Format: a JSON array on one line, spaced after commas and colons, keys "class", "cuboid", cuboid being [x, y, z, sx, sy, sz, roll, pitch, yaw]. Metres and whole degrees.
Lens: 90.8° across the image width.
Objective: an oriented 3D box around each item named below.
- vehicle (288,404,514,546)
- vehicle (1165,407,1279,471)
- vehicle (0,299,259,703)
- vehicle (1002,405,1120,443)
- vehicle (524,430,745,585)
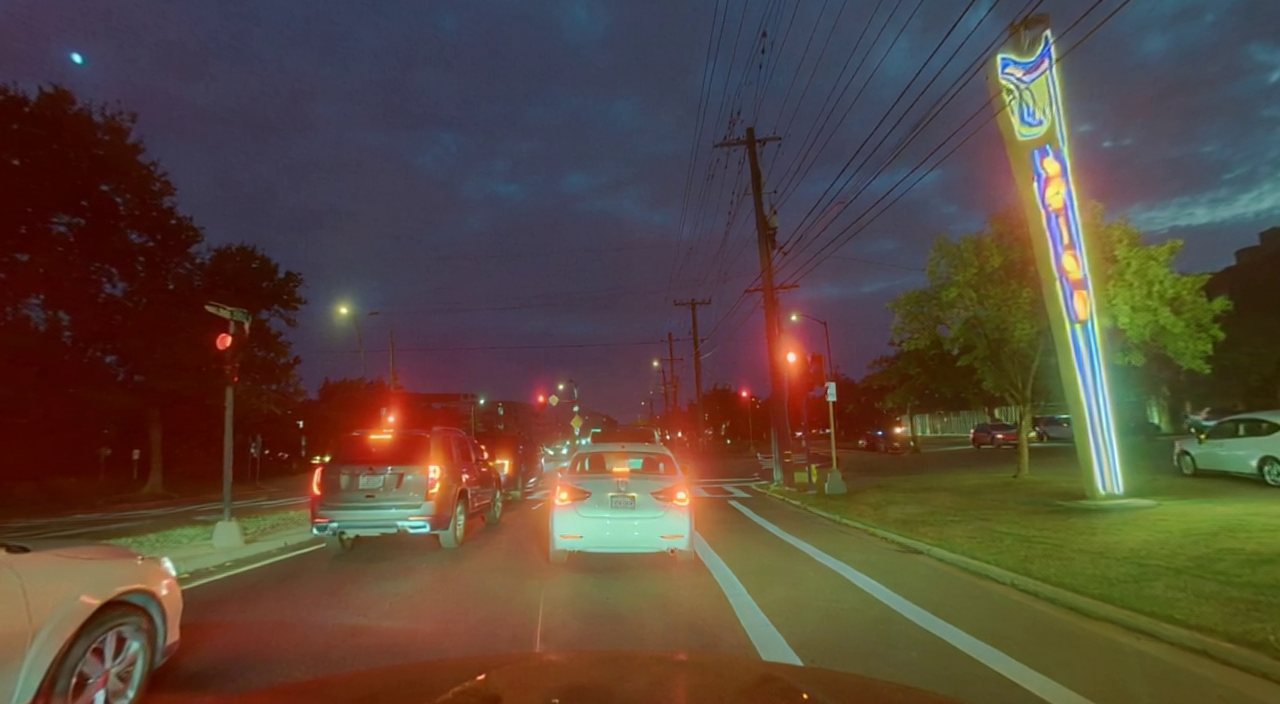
[{"class": "vehicle", "cuboid": [-3.843, 2.084, 11.373, 2.147, 1.963, 4.927, 0, -8, 0]}, {"class": "vehicle", "cuboid": [17.017, 2.540, 18.270, 1.858, 1.622, 4.491, -5, -10, 28]}, {"class": "vehicle", "cuboid": [-3.593, 0.628, 1.530, 2.085, 1.943, 5.053, 0, -8, 1]}, {"class": "vehicle", "cuboid": [26.864, 4.644, 40.508, 5.782, 2.286, 2.223, -1, -9, 4]}, {"class": "vehicle", "cuboid": [-0.102, 1.799, 8.144, 2.121, 1.474, 3.968, 0, -8, -2]}]
